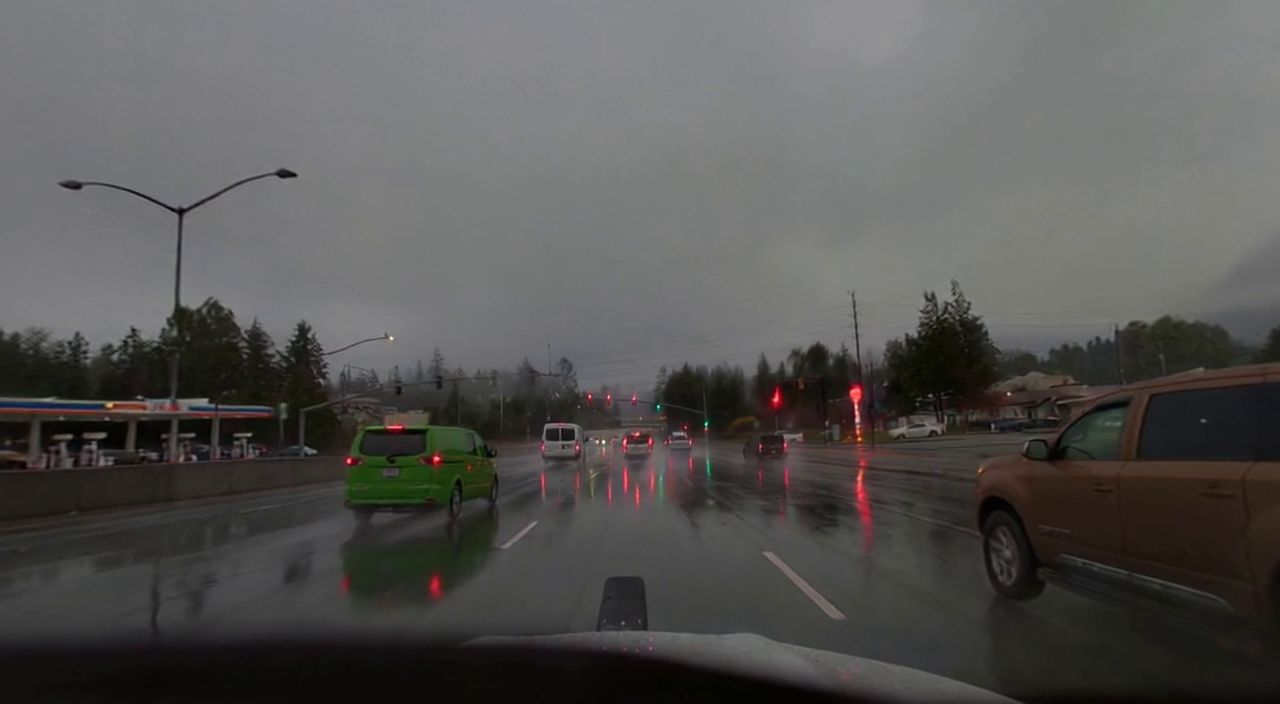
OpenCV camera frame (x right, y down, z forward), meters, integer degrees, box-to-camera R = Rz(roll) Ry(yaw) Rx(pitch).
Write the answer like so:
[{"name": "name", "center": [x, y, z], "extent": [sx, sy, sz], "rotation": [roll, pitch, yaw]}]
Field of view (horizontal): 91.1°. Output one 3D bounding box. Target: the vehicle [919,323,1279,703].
[{"name": "vehicle", "center": [3.778, 0.929, 3.703], "extent": [2.055, 1.786, 4.817], "rotation": [0, -8, 1]}]

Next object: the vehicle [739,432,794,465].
[{"name": "vehicle", "center": [7.065, 5.461, 35.567], "extent": [2.119, 1.696, 4.623], "rotation": [0, -8, 0]}]

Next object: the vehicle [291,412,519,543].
[{"name": "vehicle", "center": [-3.681, 2.082, 11.138], "extent": [2.002, 1.747, 5.173], "rotation": [0, -8, 0]}]

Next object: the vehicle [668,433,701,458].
[{"name": "vehicle", "center": [3.481, 7.417, 49.763], "extent": [2.193, 1.795, 5.130], "rotation": [0, -8, 0]}]

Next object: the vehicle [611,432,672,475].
[{"name": "vehicle", "center": [0.064, 4.501, 27.966], "extent": [2.426, 1.703, 5.602], "rotation": [0, -8, 0]}]

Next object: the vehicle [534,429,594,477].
[{"name": "vehicle", "center": [-3.311, 4.533, 28.437], "extent": [2.025, 1.936, 4.995], "rotation": [0, -8, 1]}]
